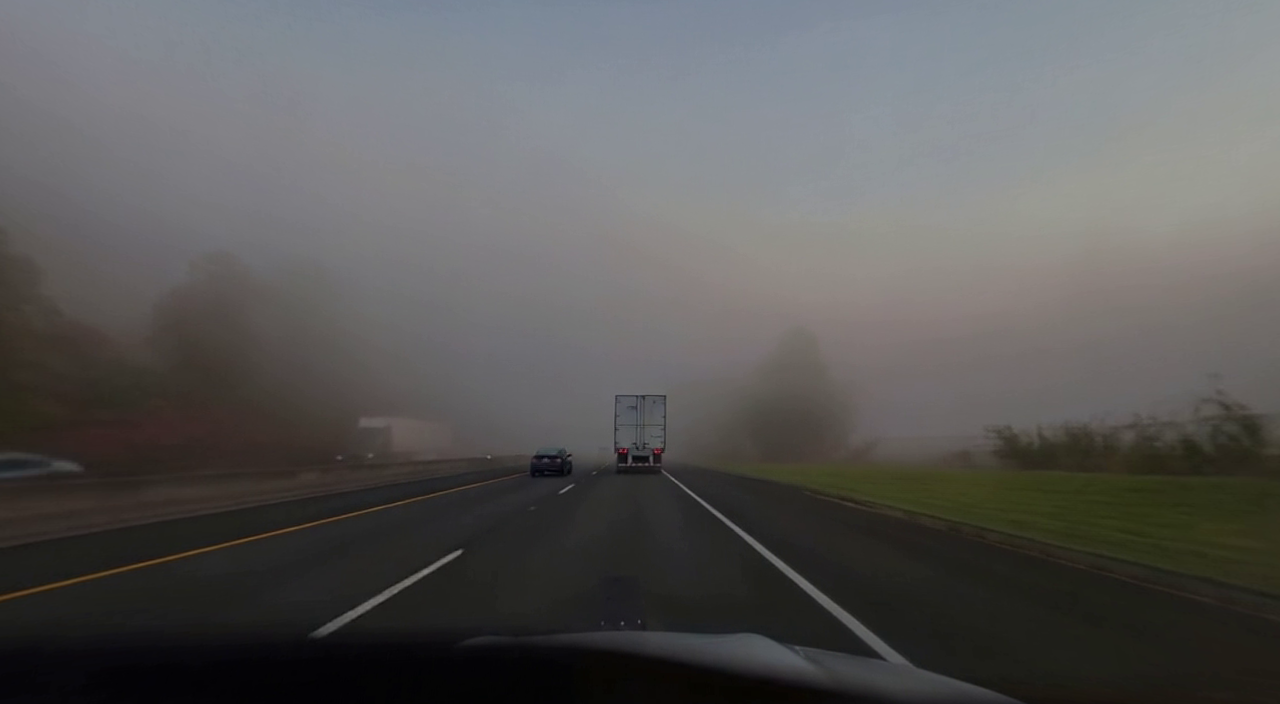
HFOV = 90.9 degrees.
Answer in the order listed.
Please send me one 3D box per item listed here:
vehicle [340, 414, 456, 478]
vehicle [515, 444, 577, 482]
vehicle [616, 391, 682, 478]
[{"bbox_3d":[-18.125,7.413,49.261,2.912,4.071,16.625,0,-9,-1],"label":"vehicle"},{"bbox_3d":[-4.129,4.974,28.555,2.074,1.546,4.946,0,-9,0],"label":"vehicle"},{"bbox_3d":[0.316,4.421,32.879,2.959,3.828,9.617,0,-9,-1],"label":"vehicle"}]
